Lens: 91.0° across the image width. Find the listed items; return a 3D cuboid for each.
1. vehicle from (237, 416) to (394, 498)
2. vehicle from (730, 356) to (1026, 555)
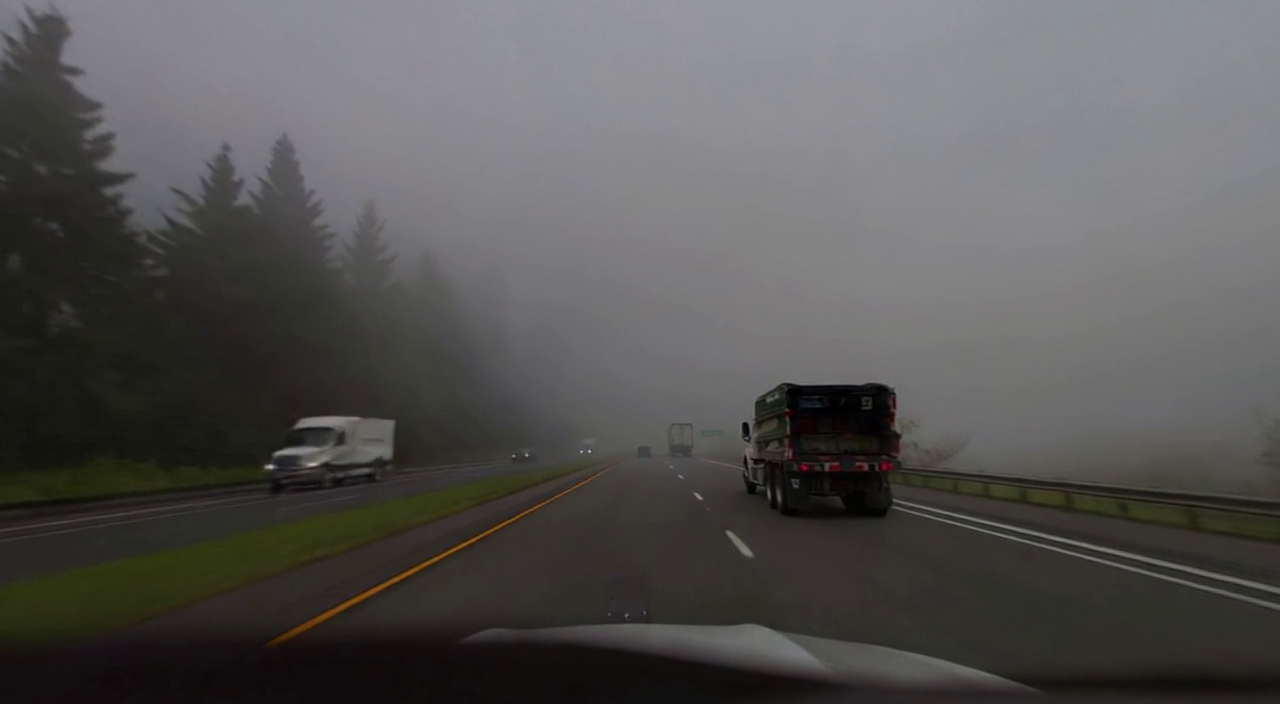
[{"bbox_3d":[-12.830,4.212,25.730,2.603,2.888,6.881,0,-8,1],"label":"vehicle"},{"bbox_3d":[3.367,1.712,10.969,2.677,2.439,6.402,0,-8,0],"label":"vehicle"}]
